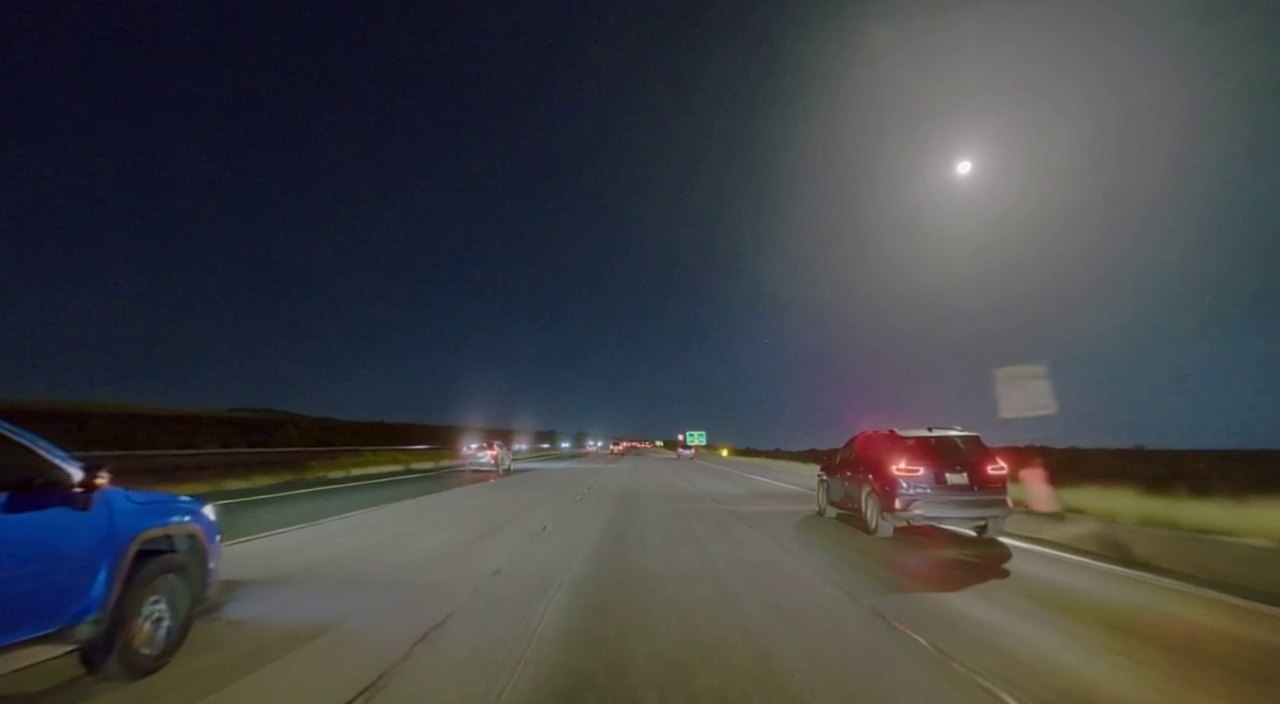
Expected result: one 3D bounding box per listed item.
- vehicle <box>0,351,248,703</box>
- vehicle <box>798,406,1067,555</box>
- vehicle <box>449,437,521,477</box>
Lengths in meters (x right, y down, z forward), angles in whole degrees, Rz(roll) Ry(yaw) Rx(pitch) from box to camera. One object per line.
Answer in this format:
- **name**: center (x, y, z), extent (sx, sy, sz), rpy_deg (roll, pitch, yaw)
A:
- **vehicle**: center (-3.982, 0.796, 2.251), extent (2.214, 1.743, 4.465), rpy_deg (-1, -9, 1)
- **vehicle**: center (4.303, 1.978, 10.388), extent (2.153, 1.860, 4.689), rpy_deg (0, -9, 0)
- **vehicle**: center (-7.176, 4.930, 29.784), extent (2.095, 1.696, 4.680), rpy_deg (-1, -9, 2)
